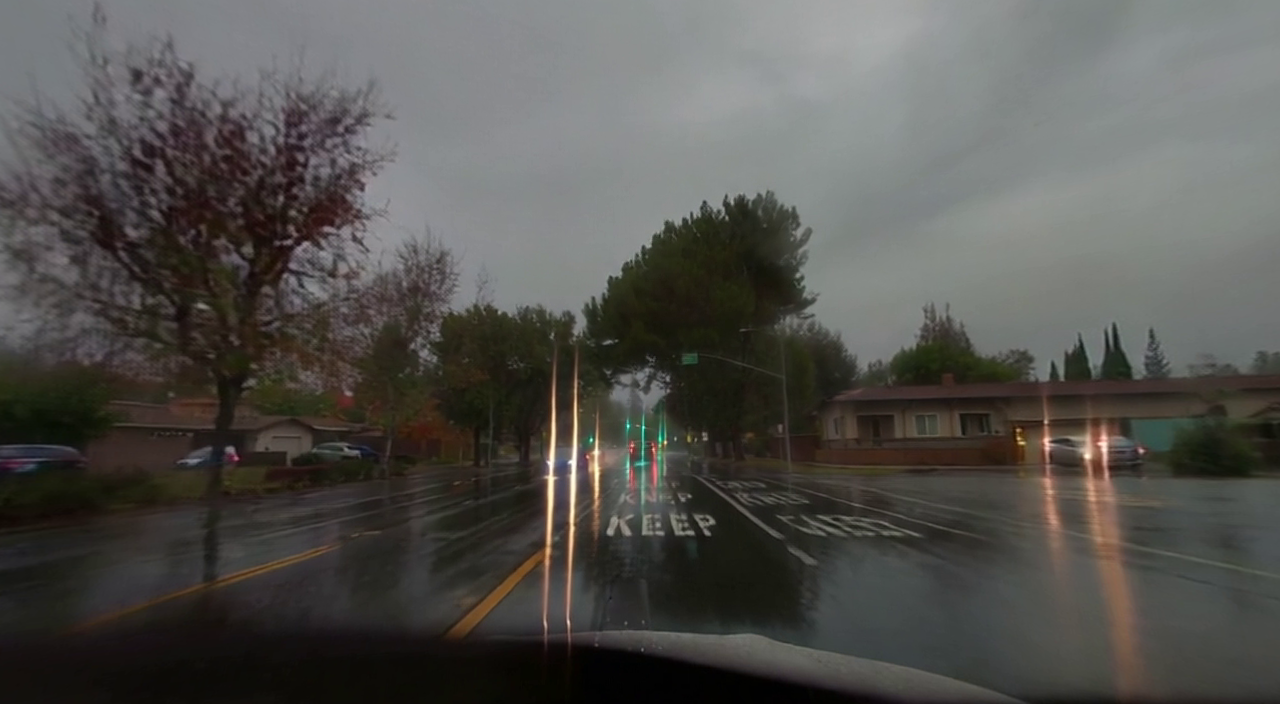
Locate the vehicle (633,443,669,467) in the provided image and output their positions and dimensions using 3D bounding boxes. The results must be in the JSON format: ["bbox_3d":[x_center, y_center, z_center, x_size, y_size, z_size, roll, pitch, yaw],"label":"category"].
[{"bbox_3d":[0.663,6.711,41.260,2.226,1.505,4.128,0,-8,0],"label":"vehicle"}]

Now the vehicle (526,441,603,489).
[{"bbox_3d":[-2.450,3.846,21.872,2.158,1.469,4.909,0,-8,-1],"label":"vehicle"}]

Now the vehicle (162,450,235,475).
[{"bbox_3d":[-28.598,7.126,40.960,1.961,1.470,3.811,0,-8,0],"label":"vehicle"}]

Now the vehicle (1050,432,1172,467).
[{"bbox_3d":[22.852,4.742,30.690,4.318,1.601,1.975,0,-8,-2],"label":"vehicle"}]

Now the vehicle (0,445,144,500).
[{"bbox_3d":[-22.539,4.527,23.897,2.173,1.849,5.752,-5,-9,11],"label":"vehicle"}]
